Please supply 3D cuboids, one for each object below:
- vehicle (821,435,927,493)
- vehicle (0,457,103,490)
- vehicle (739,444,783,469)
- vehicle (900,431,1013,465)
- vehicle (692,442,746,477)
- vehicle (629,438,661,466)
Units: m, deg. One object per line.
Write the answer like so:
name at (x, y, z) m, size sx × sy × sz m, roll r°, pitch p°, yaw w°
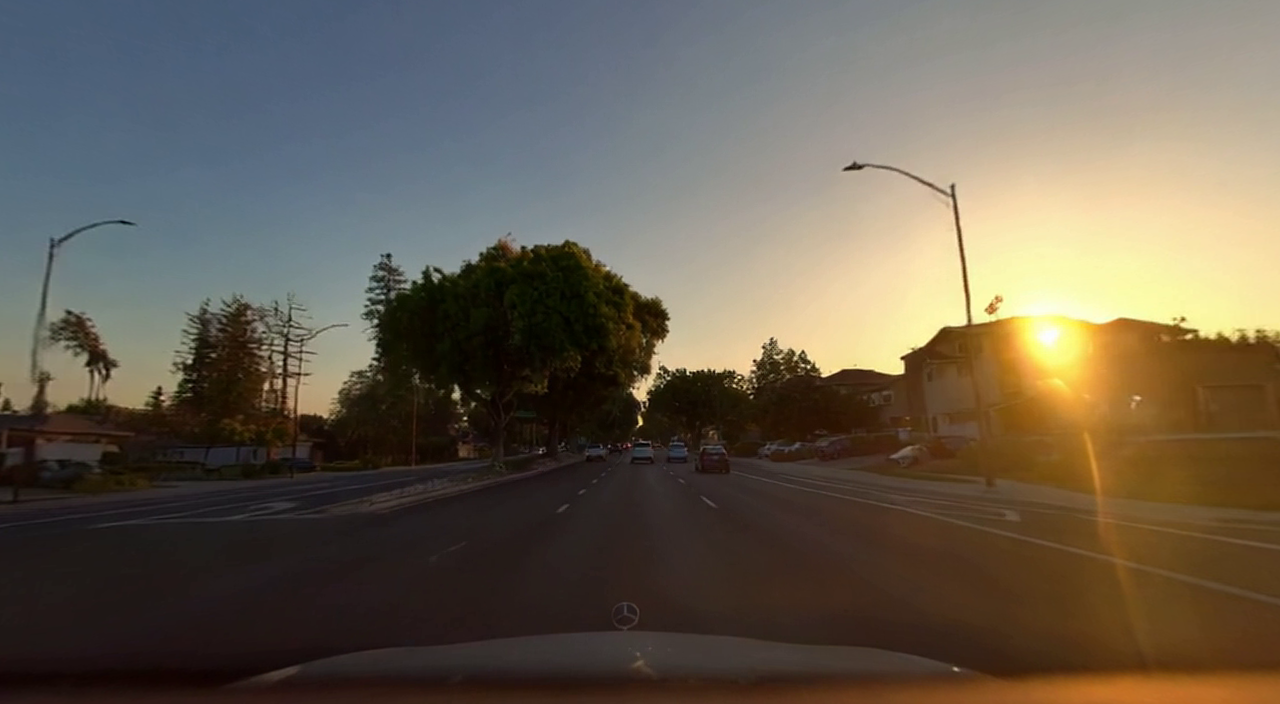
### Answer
vehicle at (7.709, 3.698, 21.241) m, size 1.933 × 1.759 × 3.900 m, roll 0°, pitch -8°, yaw -2°
vehicle at (-29.949, 6.107, 32.127) m, size 1.806 × 1.476 × 3.985 m, roll 0°, pitch -8°, yaw -1°
vehicle at (7.748, 6.721, 40.931) m, size 1.965 × 1.486 × 4.707 m, roll 0°, pitch -8°, yaw 0°
vehicle at (15.529, 4.748, 31.190) m, size 4.491 × 1.593 × 1.884 m, roll -1°, pitch -8°, yaw 3°
vehicle at (3.523, 4.845, 28.835) m, size 1.830 × 1.451 × 4.009 m, roll 0°, pitch -8°, yaw -1°
vehicle at (0.279, 6.690, 42.307) m, size 2.043 × 1.734 × 4.253 m, roll 0°, pitch -8°, yaw -1°
